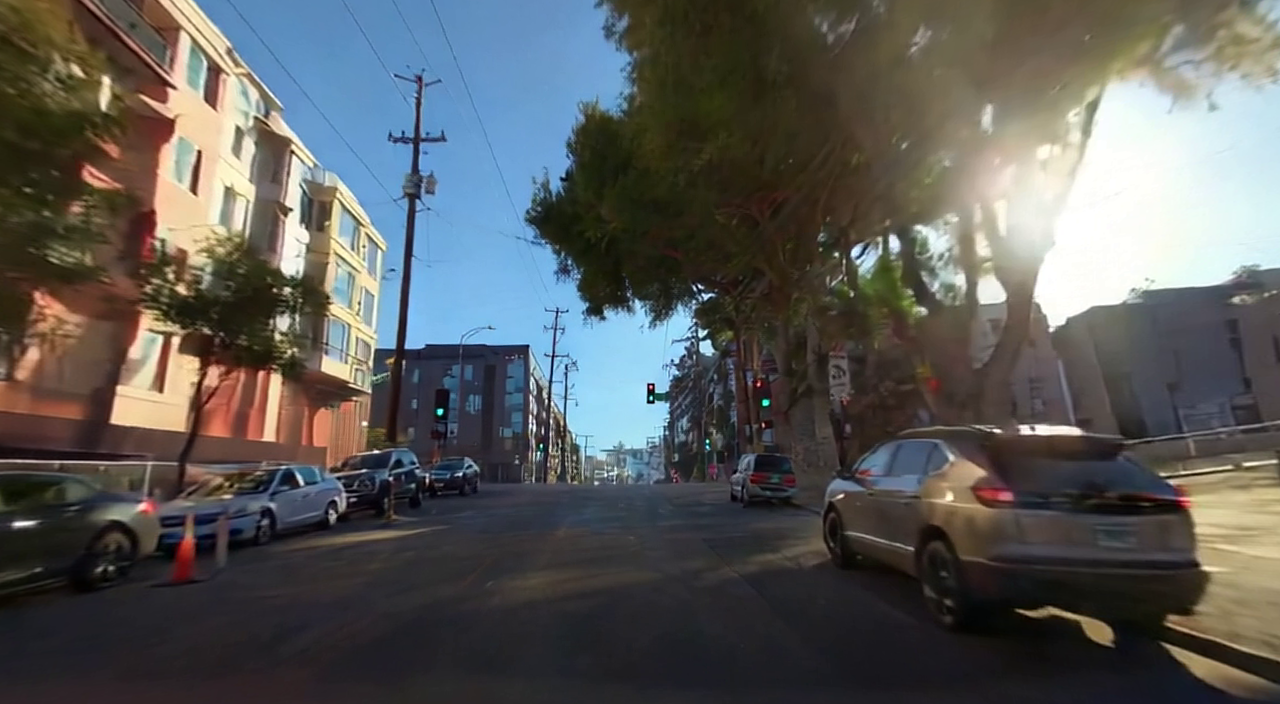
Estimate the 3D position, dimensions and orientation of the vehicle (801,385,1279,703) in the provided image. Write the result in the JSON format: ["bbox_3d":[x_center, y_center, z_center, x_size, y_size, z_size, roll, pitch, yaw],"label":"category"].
[{"bbox_3d":[3.295,1.416,5.930,2.141,1.737,5.009,0,-8,-1],"label":"vehicle"}]

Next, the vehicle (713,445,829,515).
[{"bbox_3d":[3.127,3.141,16.068,1.953,1.503,4.137,0,-8,-2],"label":"vehicle"}]

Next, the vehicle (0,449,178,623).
[{"bbox_3d":[-6.409,1.561,5.301,1.968,1.450,4.271,0,-8,-3],"label":"vehicle"}]

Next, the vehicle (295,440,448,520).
[{"bbox_3d":[-6.565,3.128,16.075,1.953,1.729,4.305,0,-8,0],"label":"vehicle"}]

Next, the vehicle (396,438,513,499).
[{"bbox_3d":[-6.374,4.074,22.640,2.279,1.873,5.912,0,-8,1],"label":"vehicle"}]

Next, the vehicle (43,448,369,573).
[{"bbox_3d":[-6.366,2.312,10.210,1.919,1.475,4.833,0,-8,-1],"label":"vehicle"}]
